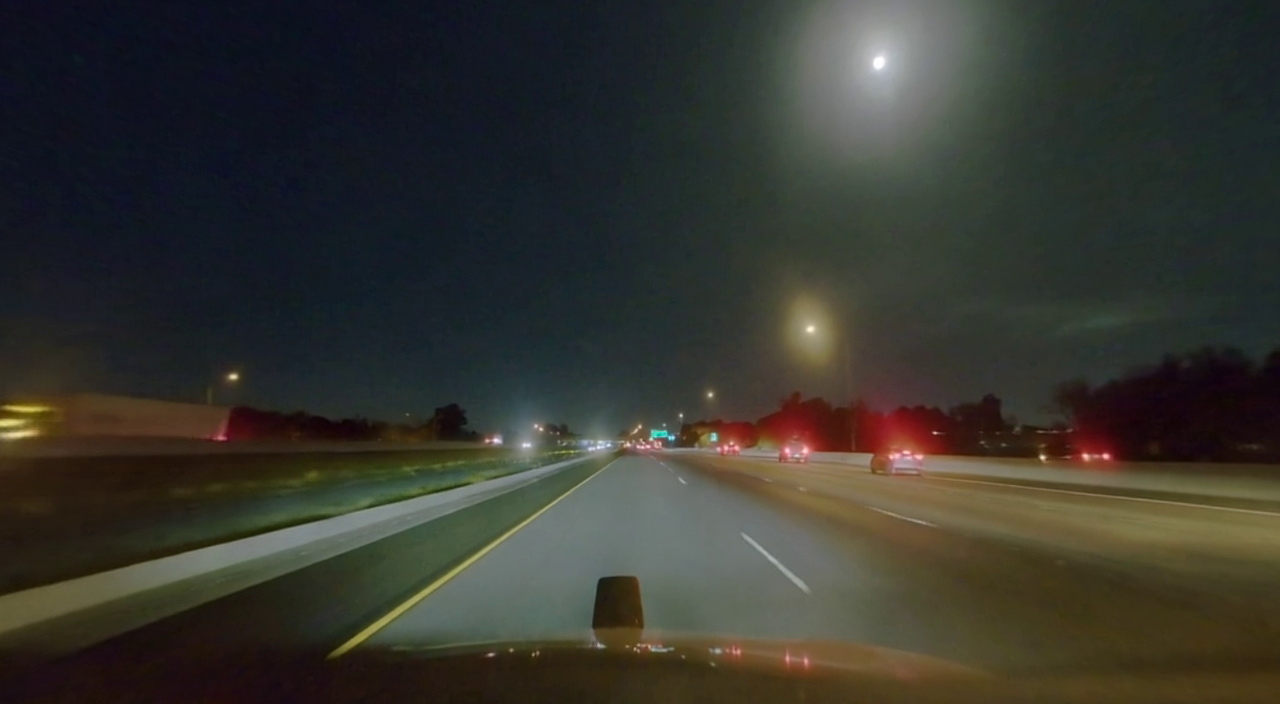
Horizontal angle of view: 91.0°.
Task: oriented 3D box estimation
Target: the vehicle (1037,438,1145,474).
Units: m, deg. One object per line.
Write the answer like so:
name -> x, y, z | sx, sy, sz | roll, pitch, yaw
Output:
vehicle -> 25.562, 5.876, 35.953 | 2.074, 1.881, 5.056 | 1, -8, -5

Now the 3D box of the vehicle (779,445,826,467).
vehicle -> 11.695, 7.500, 45.559 | 2.017, 1.478, 4.364 | 0, -8, -3

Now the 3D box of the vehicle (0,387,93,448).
vehicle -> -41.284, 4.443, 41.548 | 3.048, 3.722, 7.897 | 0, -8, 0
